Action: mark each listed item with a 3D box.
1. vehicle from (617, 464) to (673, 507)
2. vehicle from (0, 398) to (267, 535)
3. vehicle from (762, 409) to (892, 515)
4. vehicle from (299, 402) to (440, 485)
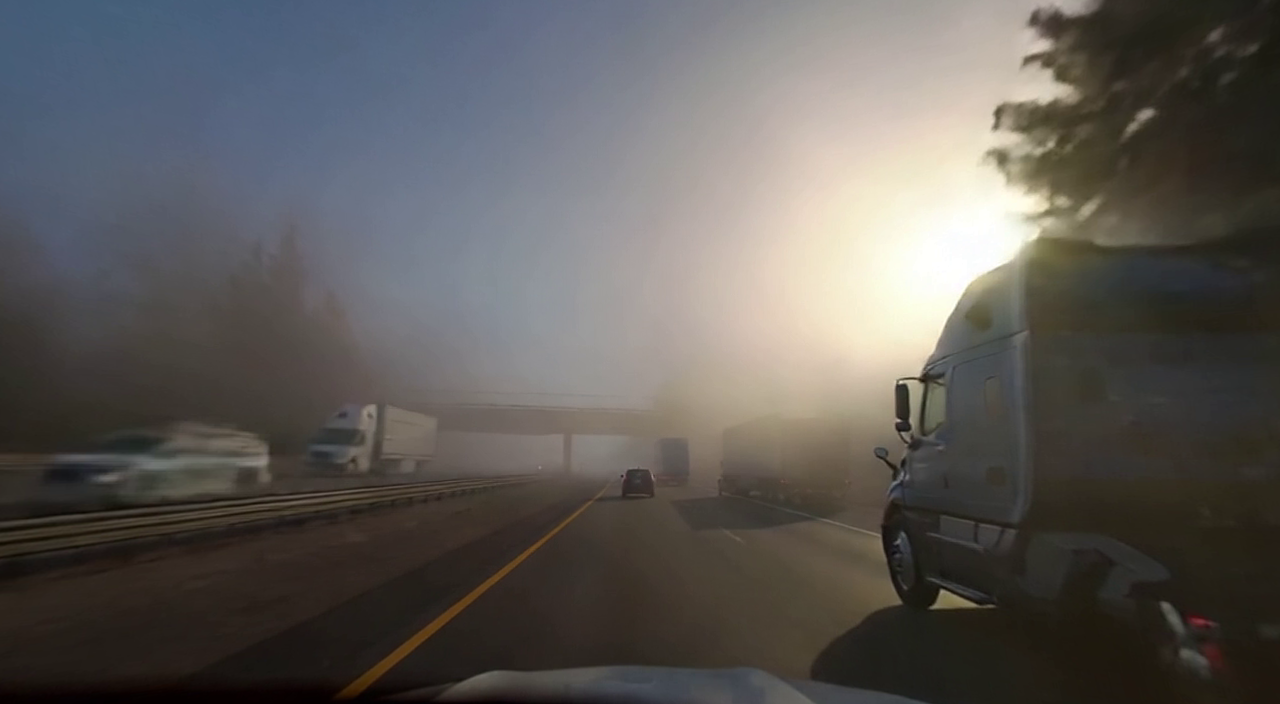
[{"bbox_3d":[0.164,5.294,25.185,2.067,1.552,3.601,1,-11,0],"label":"vehicle"},{"bbox_3d":[-8.568,1.851,10.246,1.963,1.668,4.888,1,-11,0],"label":"vehicle"},{"bbox_3d":[7.413,4.639,26.393,2.839,3.684,8.091,1,-11,-1],"label":"vehicle"},{"bbox_3d":[-13.196,4.806,31.978,2.965,3.557,9.170,1,-11,0],"label":"vehicle"}]
